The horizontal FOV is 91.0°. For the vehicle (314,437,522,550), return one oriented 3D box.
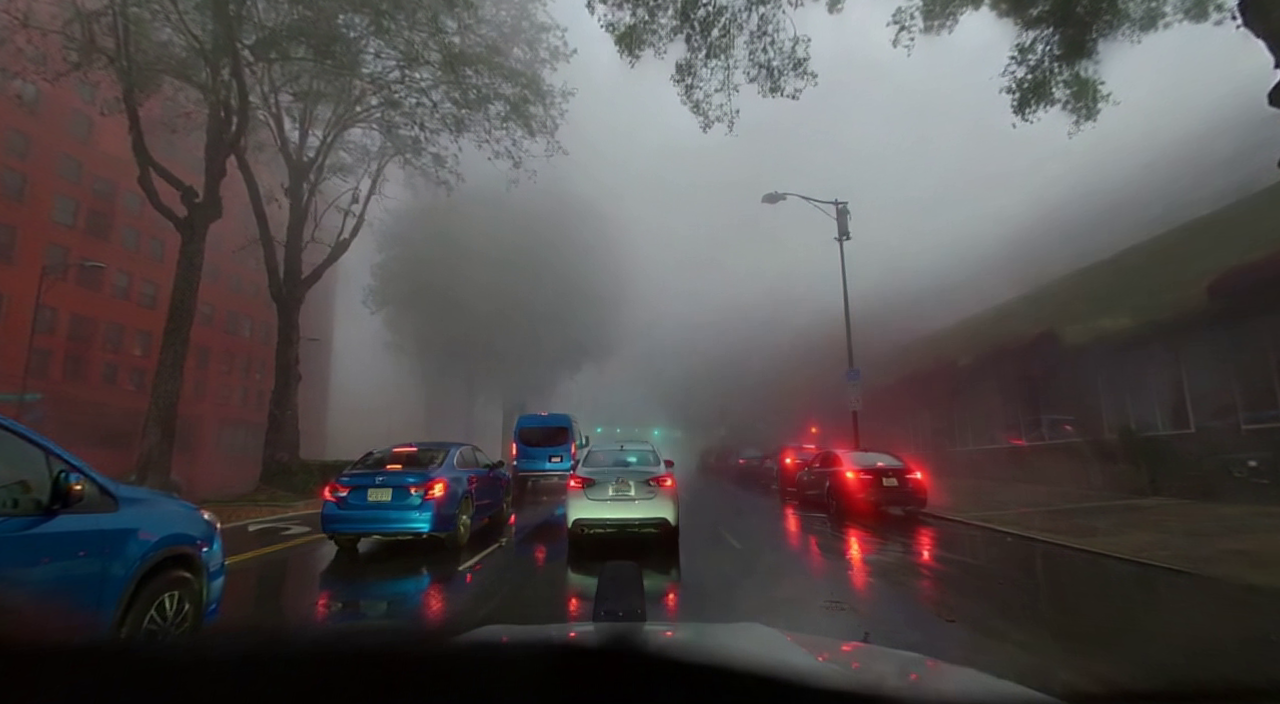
[{"bbox_3d":[-3.536,2.326,11.091,1.995,1.554,4.426,0,-9,1],"label":"vehicle"}]

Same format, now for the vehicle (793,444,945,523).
[{"bbox_3d":[4.912,2.854,14.203,1.832,1.491,4.054,1,-9,-1],"label":"vehicle"}]

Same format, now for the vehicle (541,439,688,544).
[{"bbox_3d":[-0.383,2.369,11.362,2.152,1.518,4.113,0,-9,0],"label":"vehicle"}]

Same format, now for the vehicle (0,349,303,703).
[{"bbox_3d":[-3.704,0.853,2.444,2.140,1.768,4.685,0,-9,0],"label":"vehicle"}]
